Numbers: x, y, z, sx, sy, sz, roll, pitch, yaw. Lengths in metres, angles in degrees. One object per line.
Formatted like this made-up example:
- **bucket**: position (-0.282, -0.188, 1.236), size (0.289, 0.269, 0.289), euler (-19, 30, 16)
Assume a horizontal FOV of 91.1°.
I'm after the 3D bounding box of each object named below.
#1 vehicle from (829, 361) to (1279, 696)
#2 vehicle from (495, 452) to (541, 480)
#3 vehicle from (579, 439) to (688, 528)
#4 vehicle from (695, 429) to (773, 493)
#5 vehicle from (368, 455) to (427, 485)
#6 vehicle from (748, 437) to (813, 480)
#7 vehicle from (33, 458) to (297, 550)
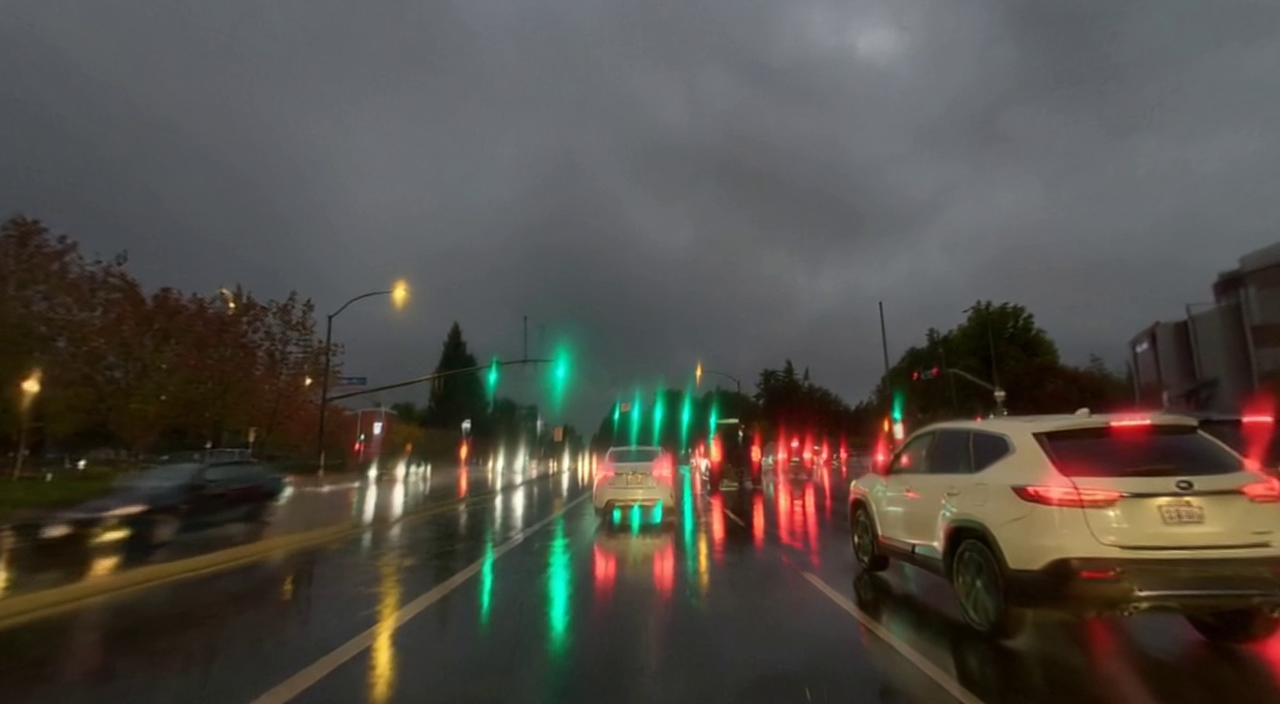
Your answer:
- **vehicle**: position (3.453, 1.356, 5.977), size (1.982, 1.960, 4.427), euler (0, -9, 1)
- **vehicle**: position (-8.325, 7.786, 43.286), size (2.133, 1.771, 4.611), euler (0, -9, 2)
- **vehicle**: position (-0.078, 2.854, 14.213), size (2.111, 1.676, 4.018), euler (0, -9, 1)
- **vehicle**: position (3.902, 4.668, 27.311), size (2.516, 2.481, 5.766), euler (0, -9, 0)
- **vehicle**: position (-15.442, 7.504, 40.199), size (1.968, 1.675, 4.382), euler (0, -9, 1)
- **vehicle**: position (7.951, 6.092, 36.130), size (2.627, 2.252, 5.236), euler (0, -9, 1)
- **vehicle**: position (-9.374, 2.976, 13.026), size (1.933, 1.469, 4.516), euler (0, -9, 0)
